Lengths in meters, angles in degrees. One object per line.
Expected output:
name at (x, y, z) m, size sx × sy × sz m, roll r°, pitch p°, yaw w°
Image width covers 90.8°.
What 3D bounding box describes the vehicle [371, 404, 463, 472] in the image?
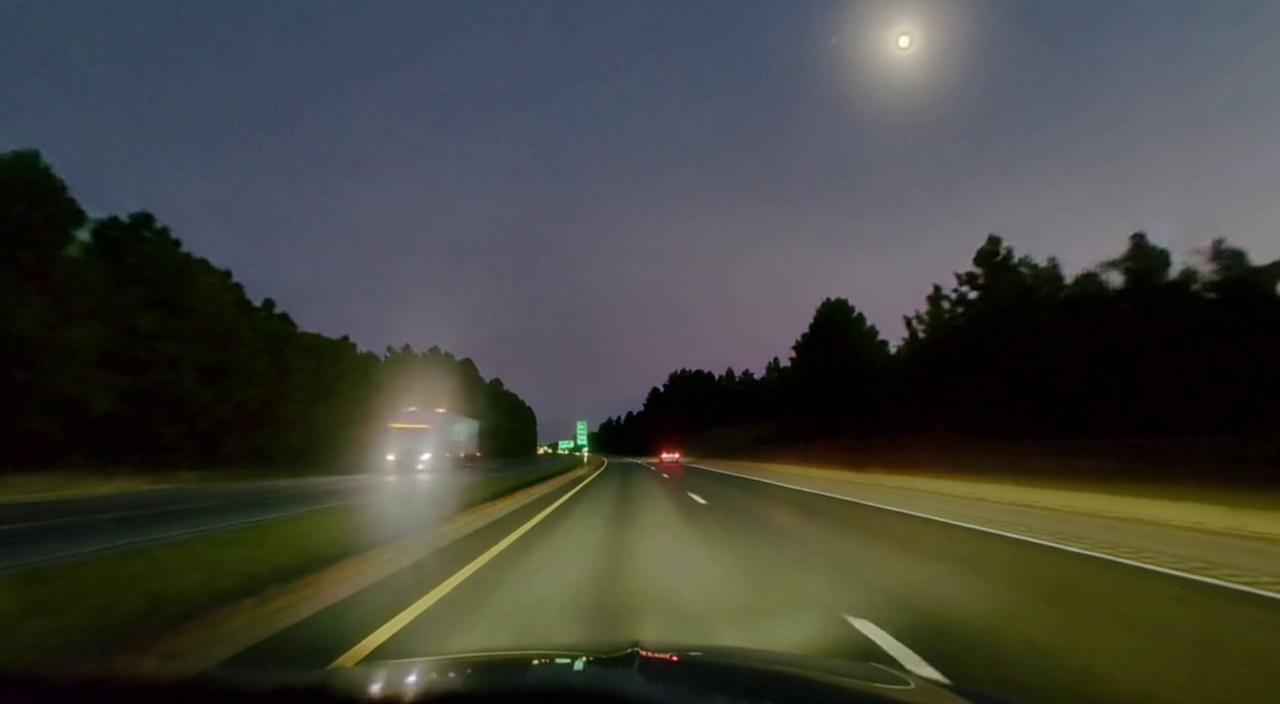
vehicle at (-13.787, 5.513, 39.929) m, size 2.763 × 3.848 × 8.560 m, roll 0°, pitch -9°, yaw -1°
